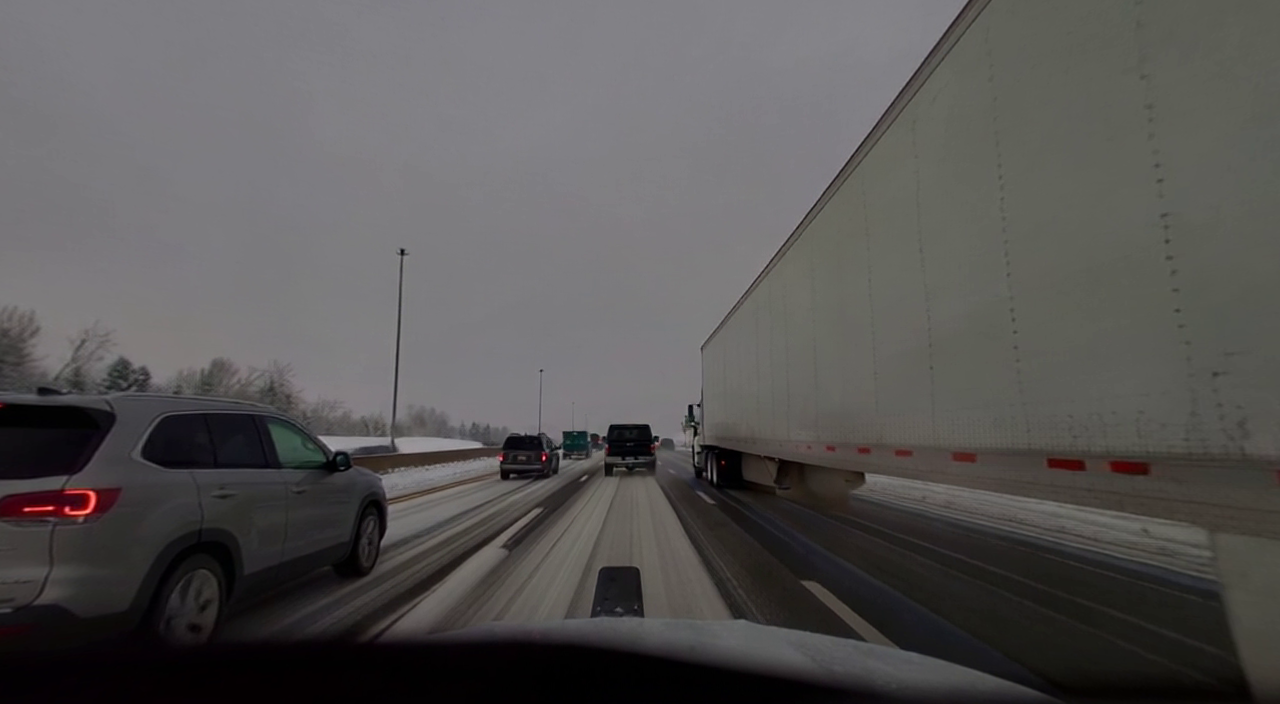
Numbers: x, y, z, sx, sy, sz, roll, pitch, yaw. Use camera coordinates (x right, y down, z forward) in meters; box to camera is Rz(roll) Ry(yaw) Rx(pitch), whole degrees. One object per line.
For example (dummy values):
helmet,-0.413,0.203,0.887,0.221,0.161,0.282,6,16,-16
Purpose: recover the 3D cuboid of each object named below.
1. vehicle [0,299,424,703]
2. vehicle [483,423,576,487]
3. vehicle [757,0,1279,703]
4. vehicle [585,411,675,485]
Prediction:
vehicle,-3.438,1.000,4.206,2.193,1.803,4.958,0,-8,0
vehicle,-3.440,3.331,20.625,2.120,1.812,4.659,0,-8,1
vehicle,3.612,-0.231,3.522,2.852,4.121,16.210,0,-8,0
vehicle,-0.318,3.309,21.924,2.704,2.216,5.804,0,-8,0
